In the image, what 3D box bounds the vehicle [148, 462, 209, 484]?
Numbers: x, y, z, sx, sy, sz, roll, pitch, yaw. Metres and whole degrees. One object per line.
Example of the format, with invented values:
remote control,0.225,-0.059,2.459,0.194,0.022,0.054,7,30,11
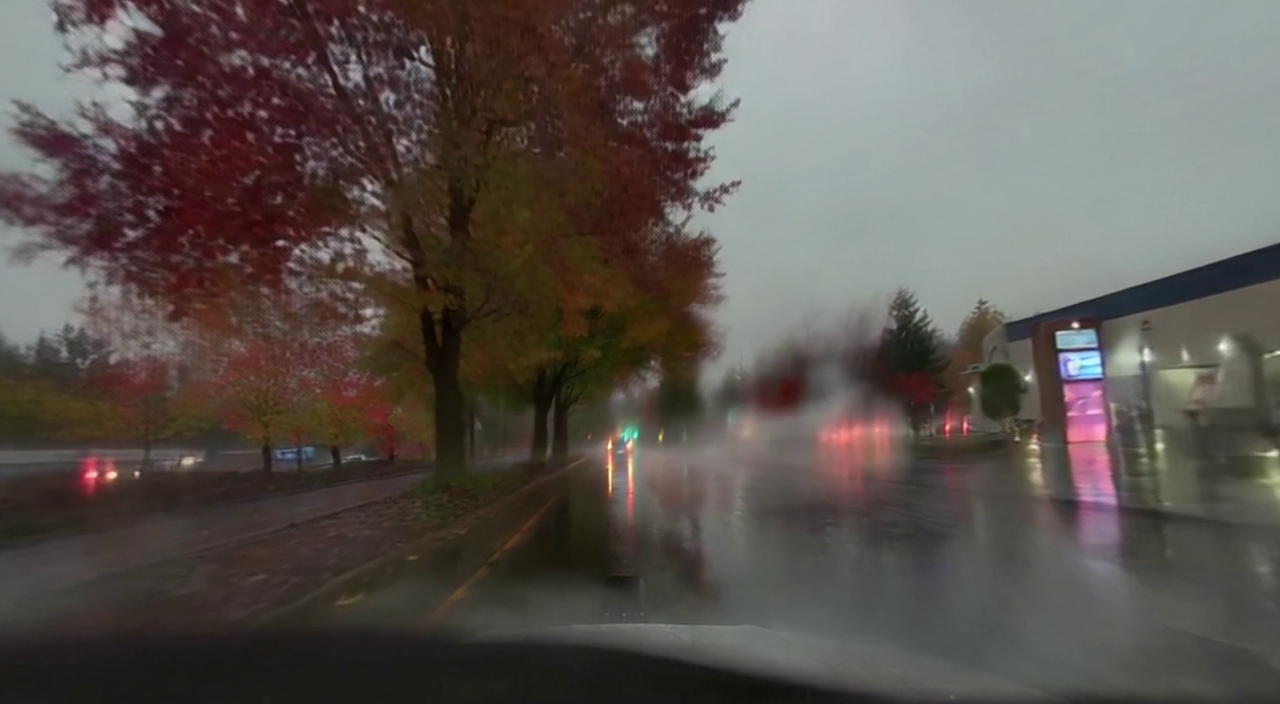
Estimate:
vehicle,-36.244,9.514,49.639,1.784,1.536,3.893,0,-8,0
